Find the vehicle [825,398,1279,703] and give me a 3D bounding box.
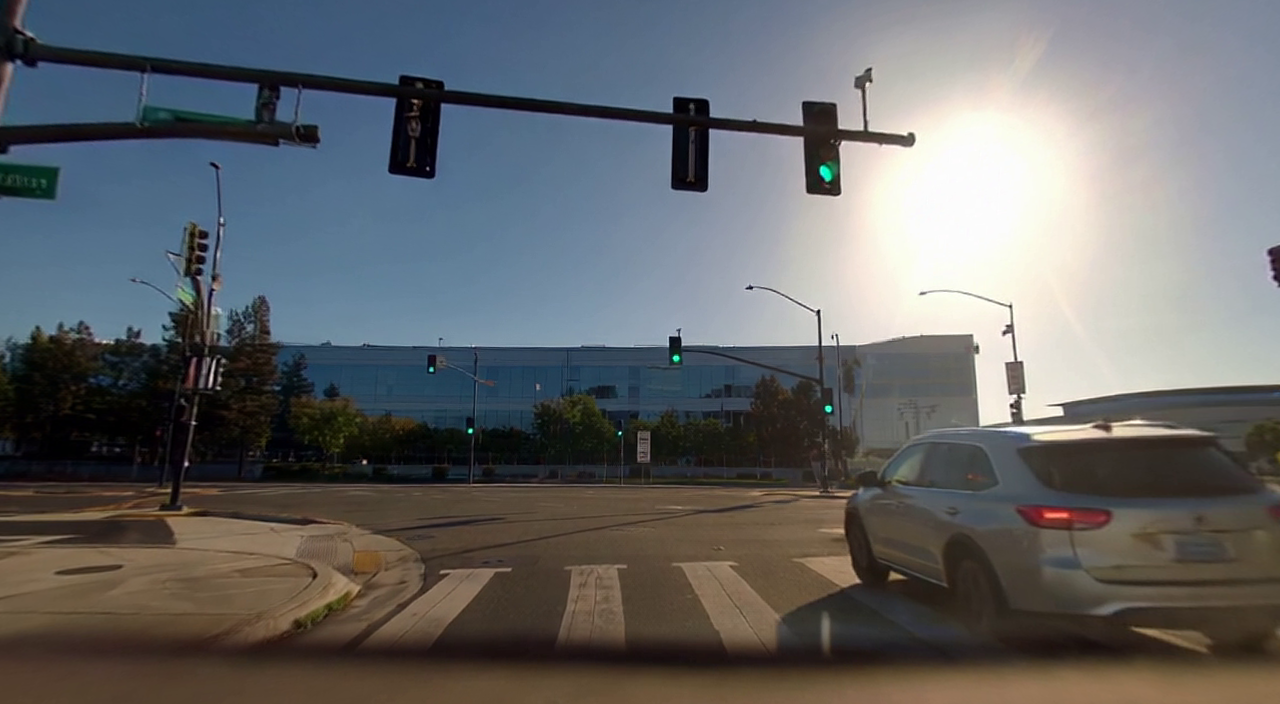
[{"bbox_3d":[3.138,1.349,5.070,1.938,1.648,4.211,0,-8,-1],"label":"vehicle"}]
